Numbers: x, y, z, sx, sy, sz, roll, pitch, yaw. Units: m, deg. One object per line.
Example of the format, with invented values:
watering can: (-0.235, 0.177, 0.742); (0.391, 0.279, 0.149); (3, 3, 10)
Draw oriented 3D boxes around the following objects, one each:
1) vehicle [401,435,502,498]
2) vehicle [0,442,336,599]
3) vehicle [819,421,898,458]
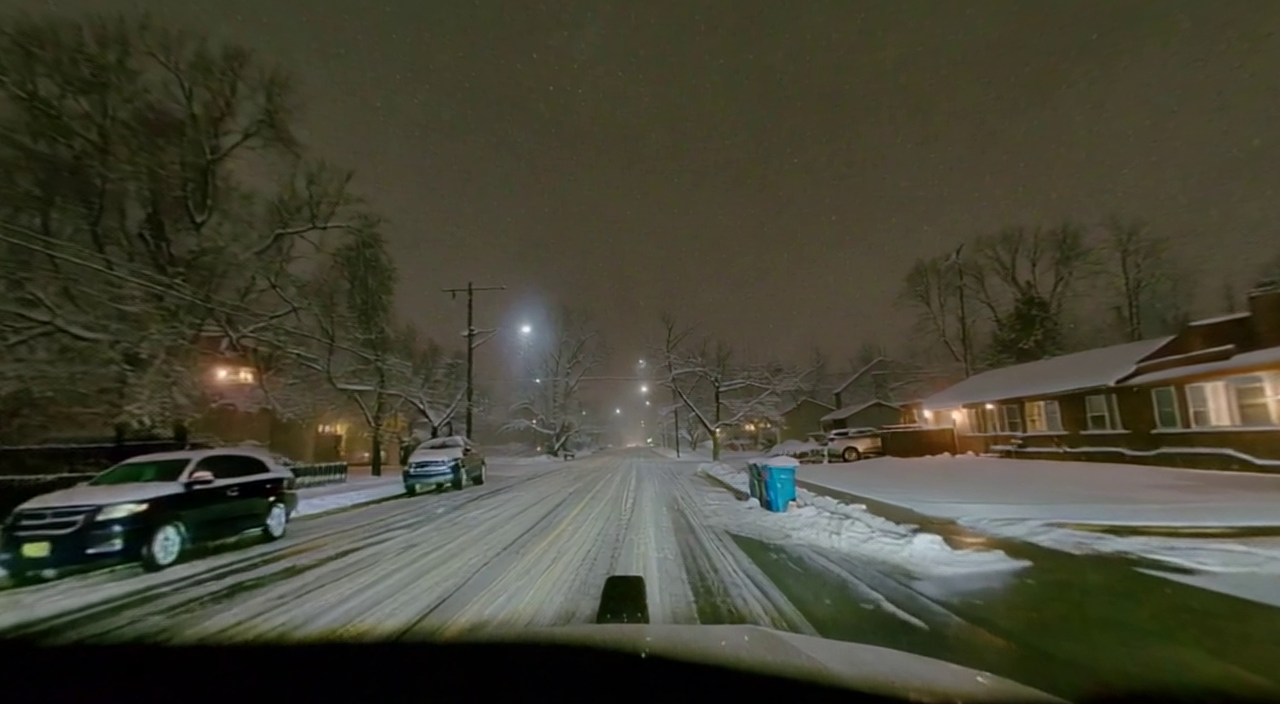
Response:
vehicle: (-6.465, 3.921, 22.231); (2.169, 1.871, 4.762); (-2, -8, -1)
vehicle: (-6.377, 2.138, 9.012); (1.945, 1.530, 4.430); (-4, -8, -1)
vehicle: (11.288, 4.581, 32.980); (2.189, 1.756, 5.053); (1, -8, -2)
